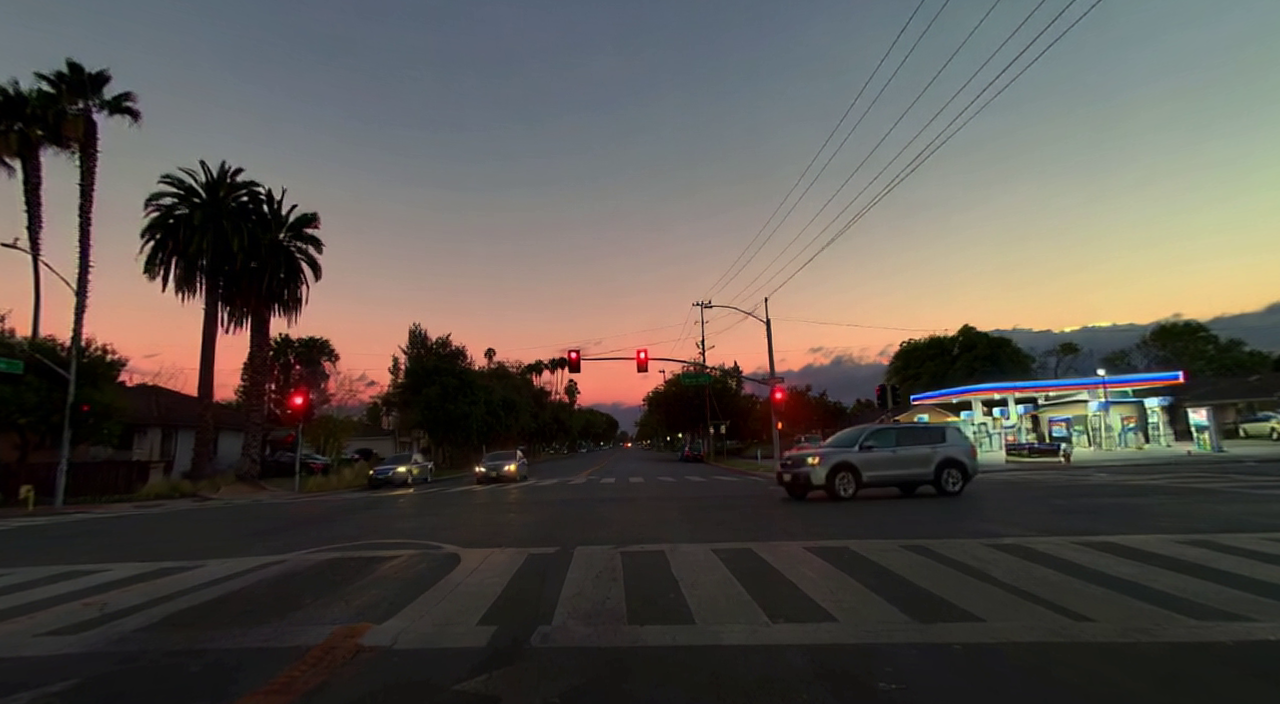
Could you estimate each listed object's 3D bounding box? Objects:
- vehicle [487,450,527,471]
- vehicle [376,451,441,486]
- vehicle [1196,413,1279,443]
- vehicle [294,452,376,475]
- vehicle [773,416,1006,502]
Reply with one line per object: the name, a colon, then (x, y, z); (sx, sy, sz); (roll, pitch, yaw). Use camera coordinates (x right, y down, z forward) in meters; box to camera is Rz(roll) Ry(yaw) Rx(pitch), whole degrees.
vehicle: (-9.973, 8.162, 47.602); (2.085, 1.451, 4.311); (0, -9, 0)
vehicle: (-13.052, 6.556, 35.943); (2.009, 1.777, 4.559); (0, -9, -1)
vehicle: (38.297, 4.793, 39.969); (4.488, 1.447, 1.765); (-5, -8, -1)
vehicle: (-20.949, 7.677, 43.512); (4.672, 1.469, 1.816); (-1, -9, -2)
vehicle: (5.990, 2.544, 15.286); (5.086, 1.817, 1.952); (3, -9, -18)
